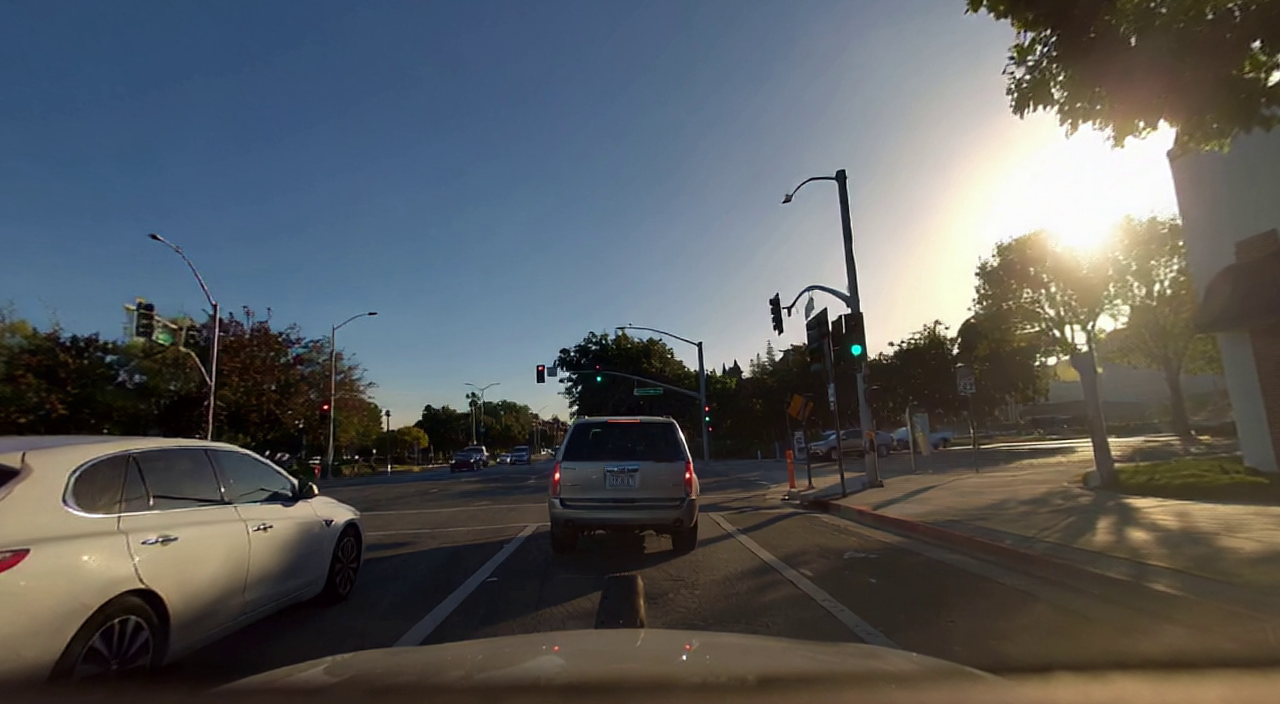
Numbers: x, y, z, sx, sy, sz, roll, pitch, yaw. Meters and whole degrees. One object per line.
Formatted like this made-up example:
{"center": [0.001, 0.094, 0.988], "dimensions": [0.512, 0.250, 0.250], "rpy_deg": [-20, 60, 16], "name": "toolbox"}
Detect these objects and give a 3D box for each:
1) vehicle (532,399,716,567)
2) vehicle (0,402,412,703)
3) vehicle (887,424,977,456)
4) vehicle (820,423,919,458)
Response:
{"center": [-0.187, 1.793, 9.328], "dimensions": [2.059, 1.877, 4.249], "rpy_deg": [0, -8, 0], "name": "vehicle"}
{"center": [-3.384, 1.262, 4.560], "dimensions": [2.011, 1.527, 4.008], "rpy_deg": [0, -8, -1], "name": "vehicle"}
{"center": [15.139, 4.574, 32.804], "dimensions": [3.830, 1.545, 2.006], "rpy_deg": [3, -9, -19], "name": "vehicle"}
{"center": [12.739, 4.908, 35.087], "dimensions": [4.872, 1.806, 2.107], "rpy_deg": [3, -9, -19], "name": "vehicle"}
